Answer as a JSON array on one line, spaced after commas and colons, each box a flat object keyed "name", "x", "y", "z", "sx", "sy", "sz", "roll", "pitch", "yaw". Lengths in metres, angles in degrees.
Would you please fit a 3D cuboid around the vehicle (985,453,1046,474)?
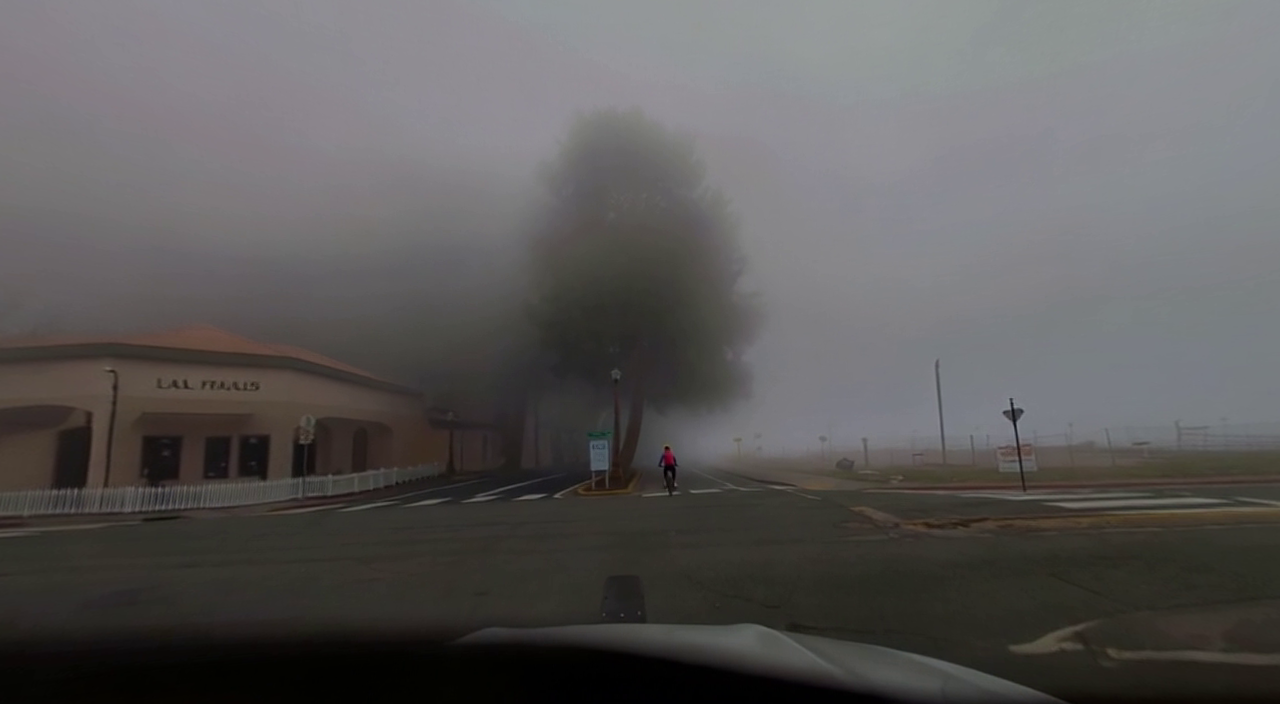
[{"name": "vehicle", "x": 28.871, "y": 8.576, "z": 48.613, "sx": 3.794, "sy": 1.403, "sz": 1.636, "roll": -1, "pitch": -9, "yaw": -12}]
